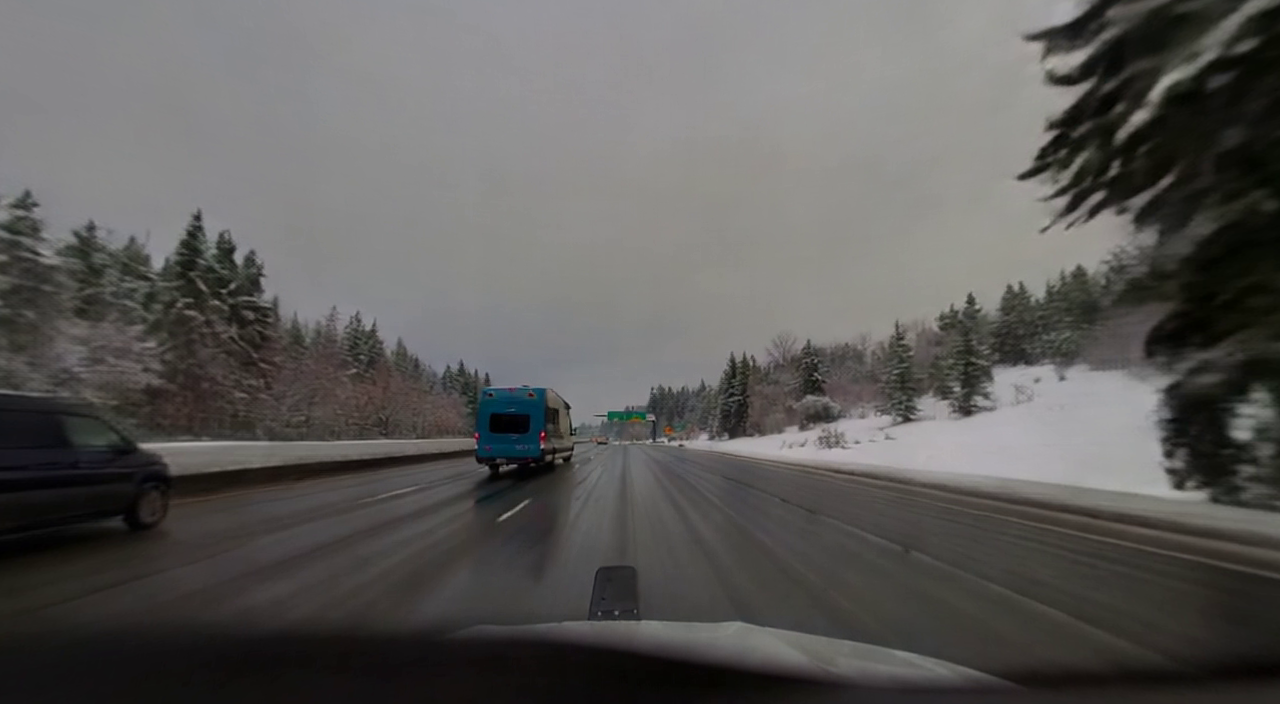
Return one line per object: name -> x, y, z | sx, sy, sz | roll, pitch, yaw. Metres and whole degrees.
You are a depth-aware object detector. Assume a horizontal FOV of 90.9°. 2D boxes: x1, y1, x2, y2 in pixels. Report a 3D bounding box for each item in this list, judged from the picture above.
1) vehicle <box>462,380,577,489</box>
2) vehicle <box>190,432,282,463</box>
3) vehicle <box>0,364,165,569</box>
vehicle -> -4.029, 2.973, 22.857 | 2.676, 3.269, 7.388 | 0, -7, 0
vehicle -> -20.028, 4.745, 31.445 | 1.803, 1.433, 4.234 | 0, -8, -1
vehicle -> -6.926, 1.037, 5.652 | 2.045, 1.873, 4.202 | 0, -8, -1
